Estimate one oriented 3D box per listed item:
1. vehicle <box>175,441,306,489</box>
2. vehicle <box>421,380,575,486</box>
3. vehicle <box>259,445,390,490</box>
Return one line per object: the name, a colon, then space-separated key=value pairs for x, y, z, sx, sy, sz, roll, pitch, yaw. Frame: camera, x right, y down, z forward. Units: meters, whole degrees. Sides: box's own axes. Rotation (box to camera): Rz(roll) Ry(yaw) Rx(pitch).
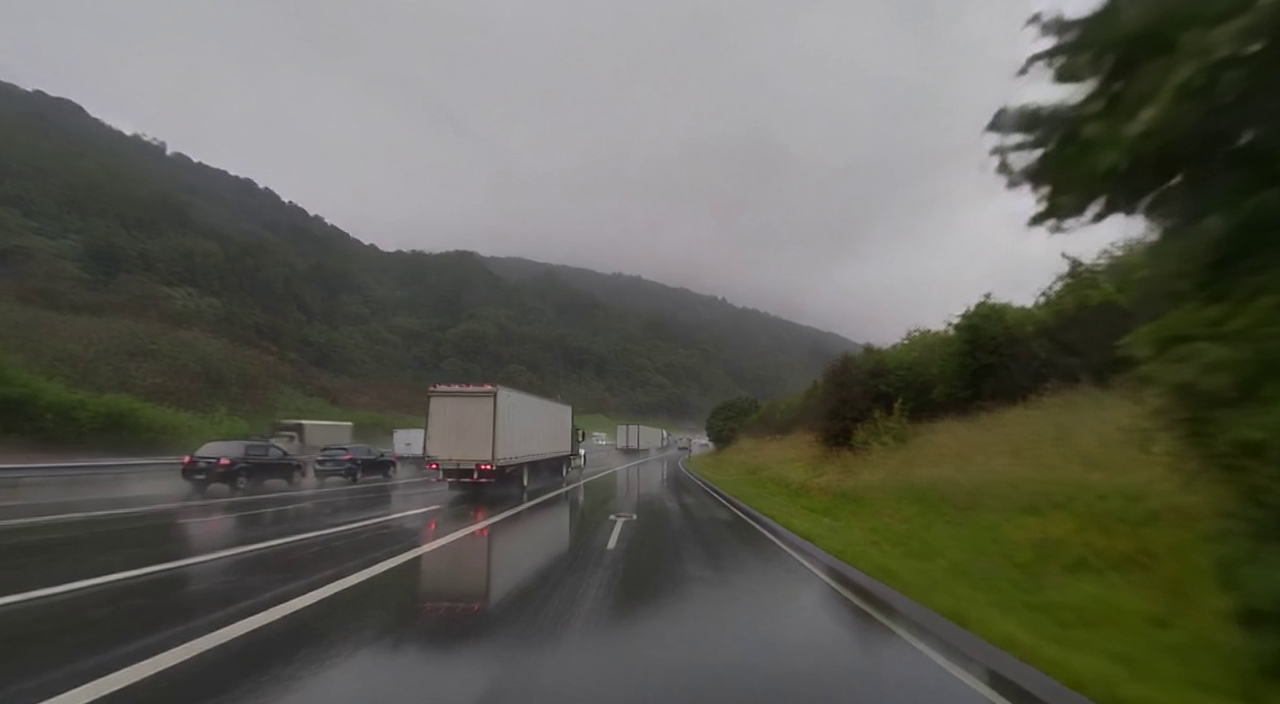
vehicle: x=-15.509 y=4.399 z=24.799 sx=1.943 sy=1.662 sz=4.283 roll=-1 pitch=-9 yaw=8
vehicle: x=-6.239 y=4.247 z=31.636 sx=2.848 sy=4.067 sz=14.314 roll=-1 pitch=-9 yaw=7
vehicle: x=-11.680 y=4.292 z=23.794 sx=1.925 sy=1.493 sz=4.864 roll=-1 pitch=-9 yaw=8
